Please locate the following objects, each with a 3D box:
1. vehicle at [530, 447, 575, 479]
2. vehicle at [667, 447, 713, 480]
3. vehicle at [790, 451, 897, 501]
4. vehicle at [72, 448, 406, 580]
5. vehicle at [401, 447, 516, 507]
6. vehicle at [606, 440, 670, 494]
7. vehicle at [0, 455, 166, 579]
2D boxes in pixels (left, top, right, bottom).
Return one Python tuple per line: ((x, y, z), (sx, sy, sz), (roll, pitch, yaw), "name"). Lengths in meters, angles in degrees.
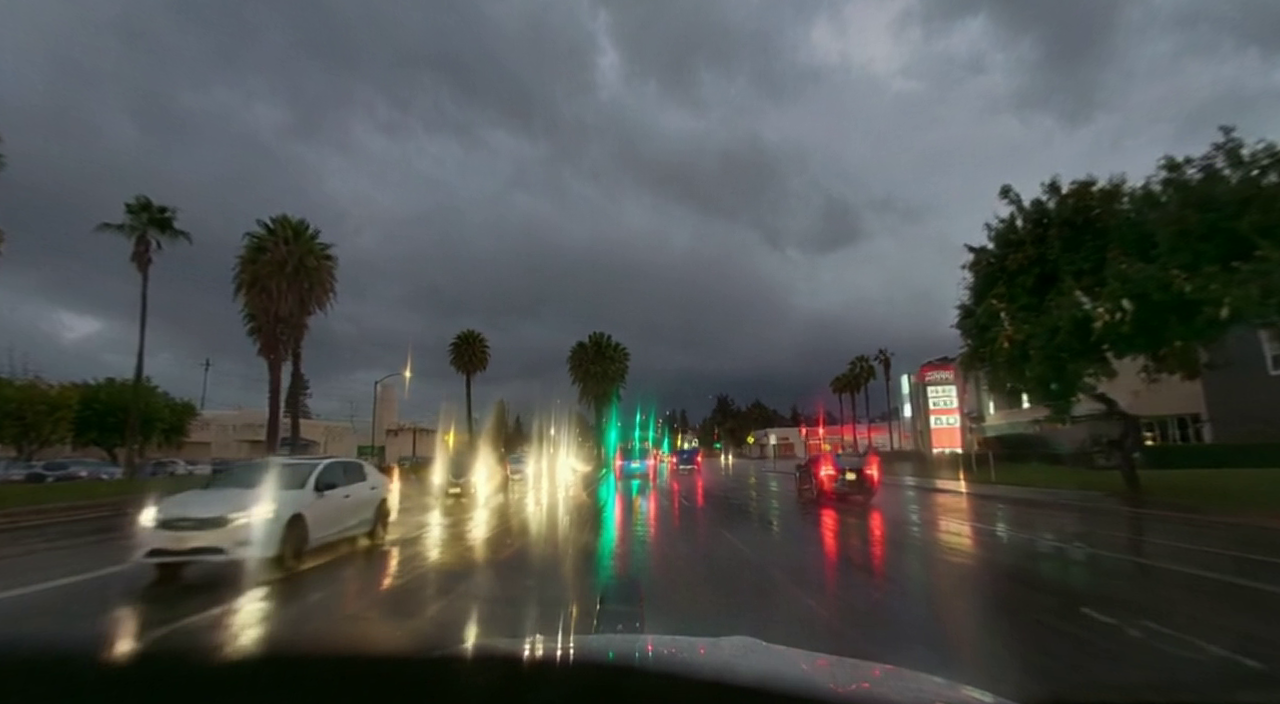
((-5.244, 6.700, 38.381), (2.160, 1.769, 4.494), (0, -9, -1), "vehicle")
((2.749, 6.256, 35.750), (2.112, 1.710, 4.234), (0, -9, -2), "vehicle")
((6.478, 3.971, 20.684), (1.944, 1.447, 4.309), (0, -9, -2), "vehicle")
((-5.254, 2.131, 9.217), (2.030, 1.441, 4.324), (0, -9, 0), "vehicle")
((-5.162, 3.593, 18.625), (2.036, 1.541, 4.107), (0, -9, 2), "vehicle")
((-0.097, 4.207, 23.416), (2.151, 1.787, 4.109), (0, -9, -1), "vehicle")
((-8.592, 2.026, 7.850), (2.061, 1.415, 4.289), (0, -9, 0), "vehicle")
